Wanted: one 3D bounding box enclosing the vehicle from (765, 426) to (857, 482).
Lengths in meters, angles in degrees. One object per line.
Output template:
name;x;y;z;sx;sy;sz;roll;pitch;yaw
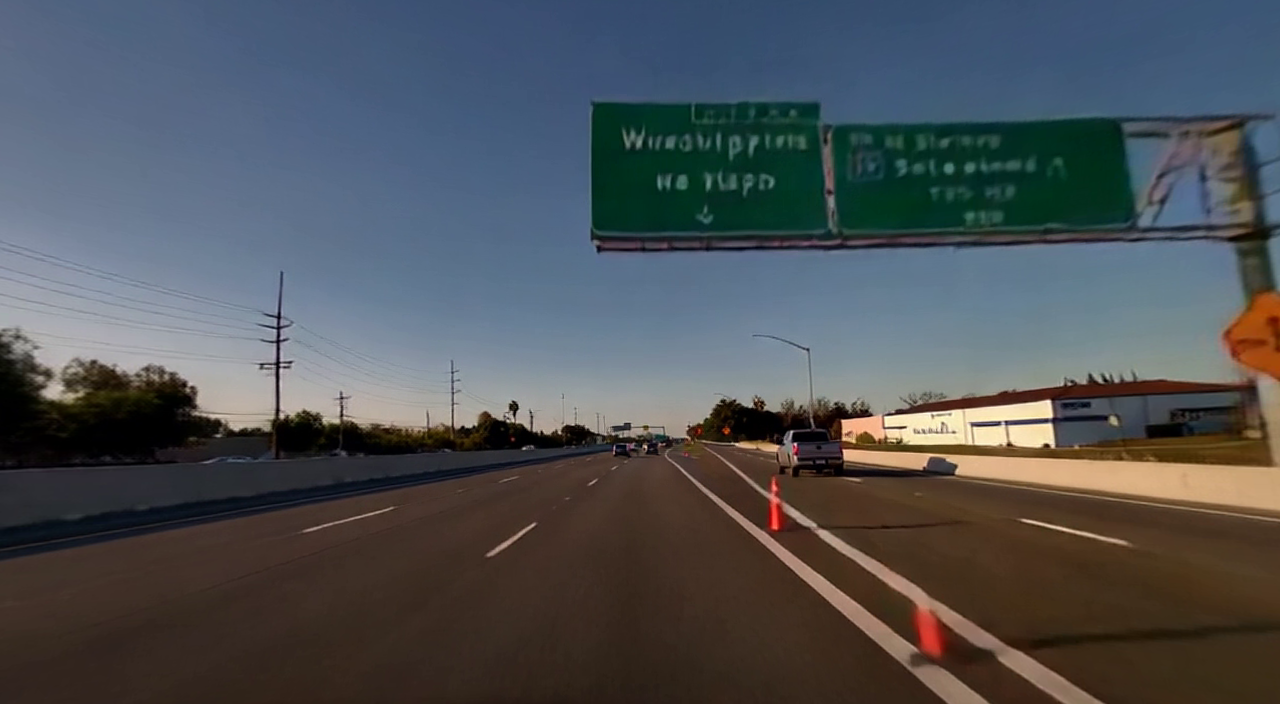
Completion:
vehicle;6.250;3.812;23.754;2.186;1.840;5.289;-1;-8;3
